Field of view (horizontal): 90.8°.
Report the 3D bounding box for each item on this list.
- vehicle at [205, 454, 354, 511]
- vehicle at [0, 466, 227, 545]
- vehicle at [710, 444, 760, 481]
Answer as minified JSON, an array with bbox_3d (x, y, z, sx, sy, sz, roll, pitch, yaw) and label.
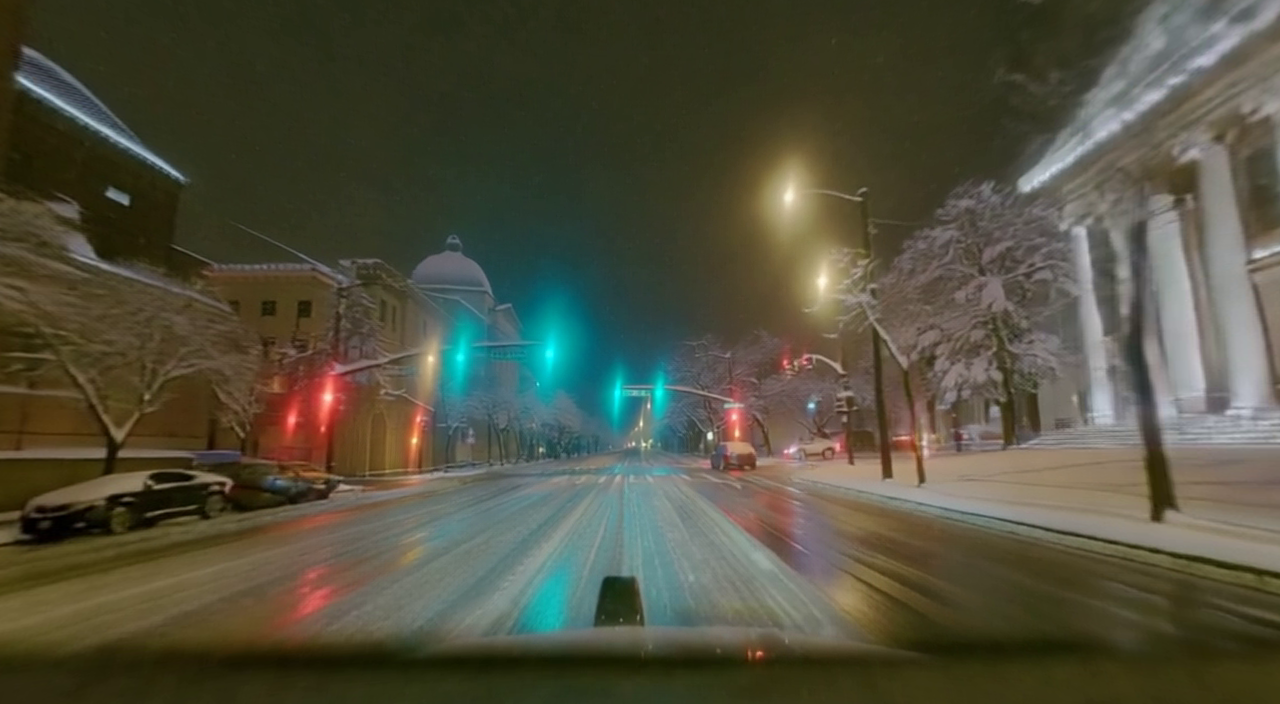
[{"bbox_3d":[-12.457,4.505,22.401,2.011,1.668,5.474,-1,-8,0],"label":"vehicle"},{"bbox_3d":[-12.338,3.576,15.281,1.767,1.455,4.389,0,-8,-1],"label":"vehicle"},{"bbox_3d":[4.299,5.001,28.859,2.085,1.530,4.125,-2,-9,8],"label":"vehicle"}]
